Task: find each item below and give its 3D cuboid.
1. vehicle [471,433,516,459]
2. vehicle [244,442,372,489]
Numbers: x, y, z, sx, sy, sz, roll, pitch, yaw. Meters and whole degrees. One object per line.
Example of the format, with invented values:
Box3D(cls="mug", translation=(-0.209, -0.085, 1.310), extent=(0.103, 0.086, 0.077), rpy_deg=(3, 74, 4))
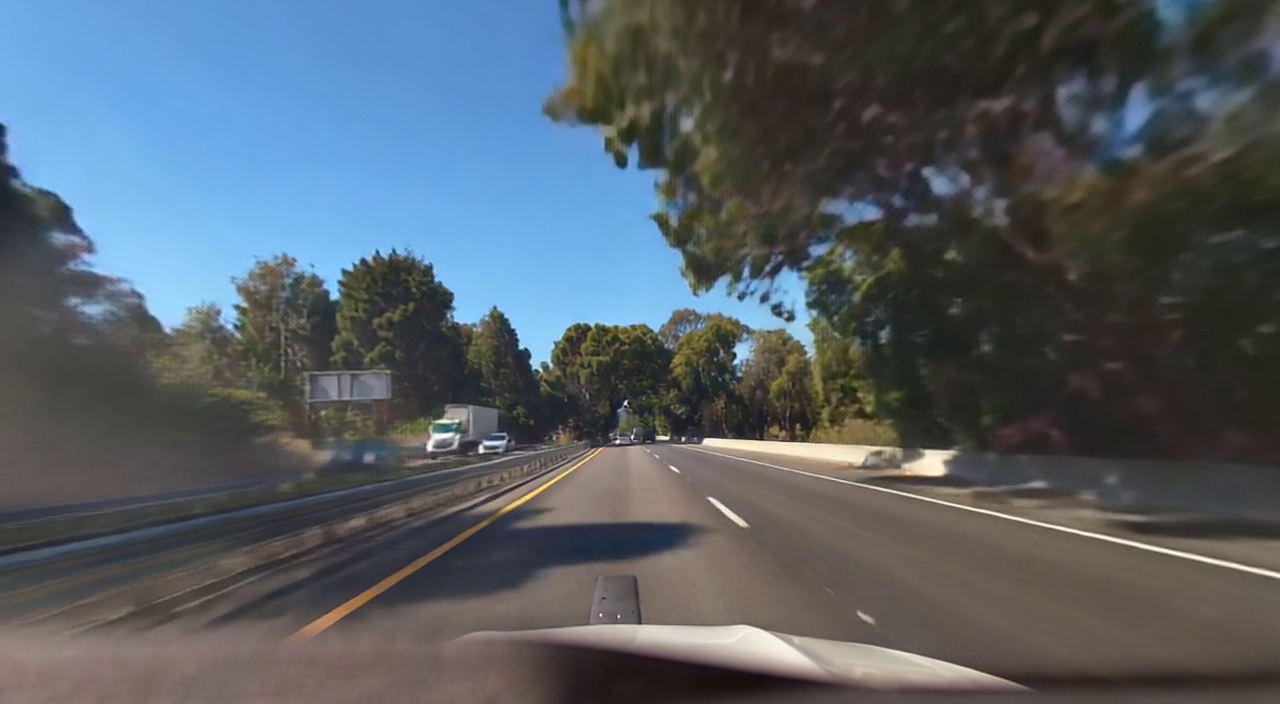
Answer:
Box3D(cls="vehicle", translation=(-10.860, 6.992, 46.914), extent=(2.434, 1.856, 4.296), rpy_deg=(0, -8, -1))
Box3D(cls="vehicle", translation=(-10.211, 3.499, 19.764), extent=(1.811, 1.263, 4.213), rpy_deg=(0, -8, -1))
